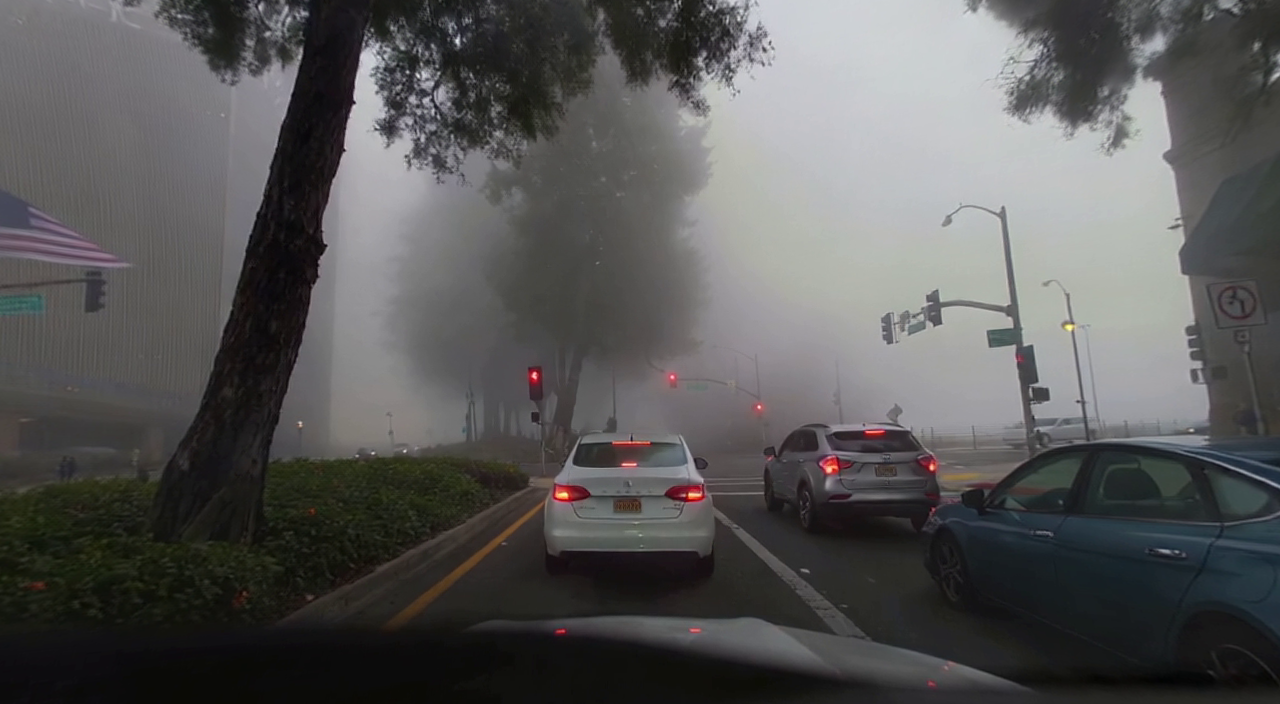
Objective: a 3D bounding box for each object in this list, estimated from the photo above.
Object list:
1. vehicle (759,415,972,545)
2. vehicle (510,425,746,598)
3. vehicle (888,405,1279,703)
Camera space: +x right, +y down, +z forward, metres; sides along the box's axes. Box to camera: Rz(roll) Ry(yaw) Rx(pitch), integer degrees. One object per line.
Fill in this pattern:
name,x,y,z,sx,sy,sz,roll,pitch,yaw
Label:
vehicle,3.502,2.079,10.934,1.978,1.738,4.599,0,-8,0
vehicle,-0.109,1.702,7.570,2.096,1.521,3.747,0,-8,0
vehicle,3.379,1.177,4.011,1.833,1.465,4.258,0,-8,-1
